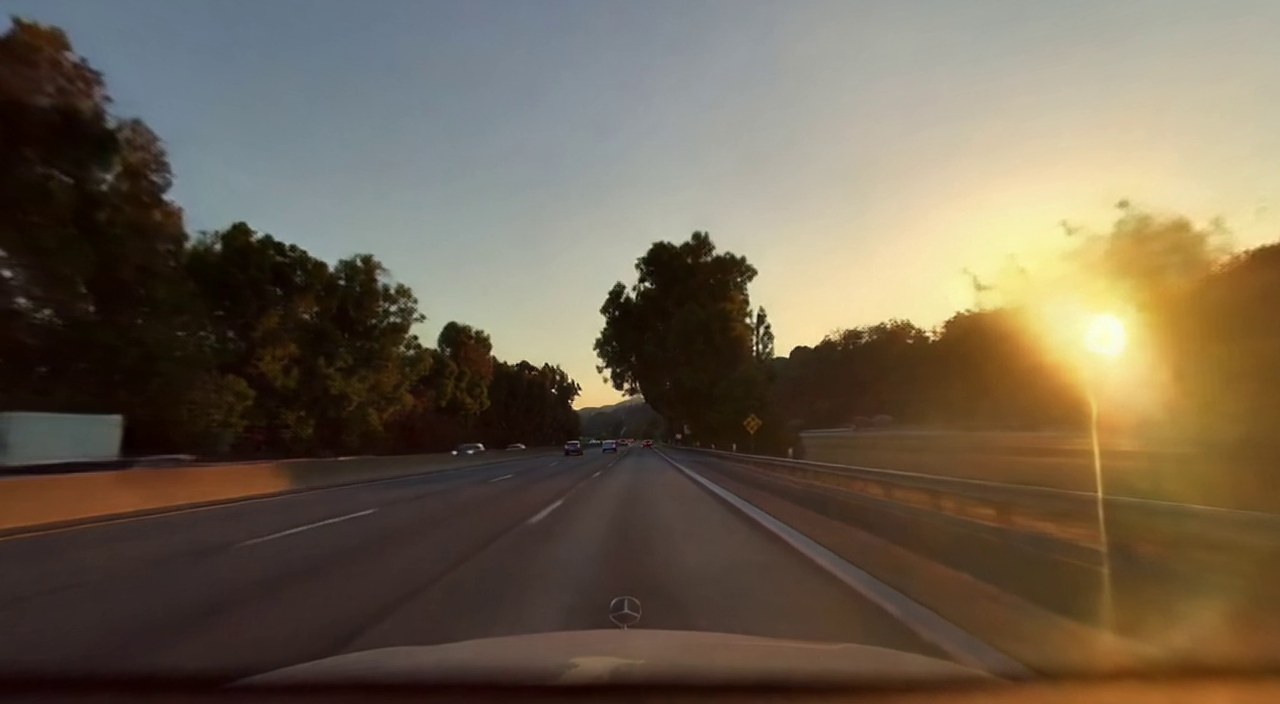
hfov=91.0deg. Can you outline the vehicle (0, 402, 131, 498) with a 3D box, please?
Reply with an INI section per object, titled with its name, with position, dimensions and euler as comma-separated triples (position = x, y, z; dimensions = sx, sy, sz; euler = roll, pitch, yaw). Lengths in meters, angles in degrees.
[vehicle]
position = -23.467, 3.613, 23.346
dimensions = 2.770, 3.292, 7.462
euler = 0, -8, 1
